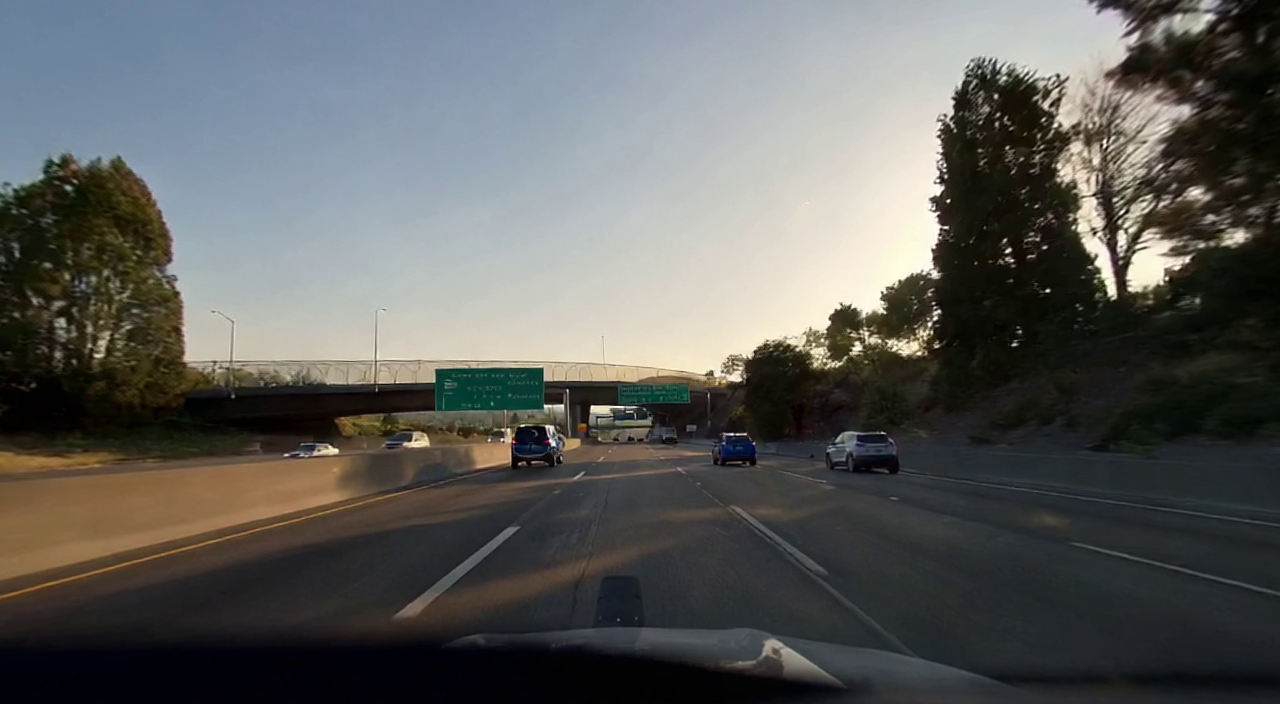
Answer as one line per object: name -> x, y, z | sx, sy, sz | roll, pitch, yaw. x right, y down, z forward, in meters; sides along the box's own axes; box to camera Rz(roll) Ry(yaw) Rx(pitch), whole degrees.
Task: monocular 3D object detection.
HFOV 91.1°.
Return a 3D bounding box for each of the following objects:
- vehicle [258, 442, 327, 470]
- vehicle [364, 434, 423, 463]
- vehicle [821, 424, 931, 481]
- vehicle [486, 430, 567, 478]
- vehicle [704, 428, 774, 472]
vehicle -> -20.977, 6.291, 38.136 | 1.848, 1.544, 4.103 | 0, -8, -1
vehicle -> -16.819, 6.587, 43.205 | 2.083, 1.902, 4.873 | 0, -8, -1
vehicle -> 7.452, 3.186, 20.316 | 1.956, 1.634, 3.935 | 0, -8, -1
vehicle -> -3.741, 3.442, 21.552 | 2.032, 1.465, 4.316 | 0, -8, -1
vehicle -> 3.847, 3.872, 25.133 | 2.011, 1.576, 4.060 | 0, -8, -2
